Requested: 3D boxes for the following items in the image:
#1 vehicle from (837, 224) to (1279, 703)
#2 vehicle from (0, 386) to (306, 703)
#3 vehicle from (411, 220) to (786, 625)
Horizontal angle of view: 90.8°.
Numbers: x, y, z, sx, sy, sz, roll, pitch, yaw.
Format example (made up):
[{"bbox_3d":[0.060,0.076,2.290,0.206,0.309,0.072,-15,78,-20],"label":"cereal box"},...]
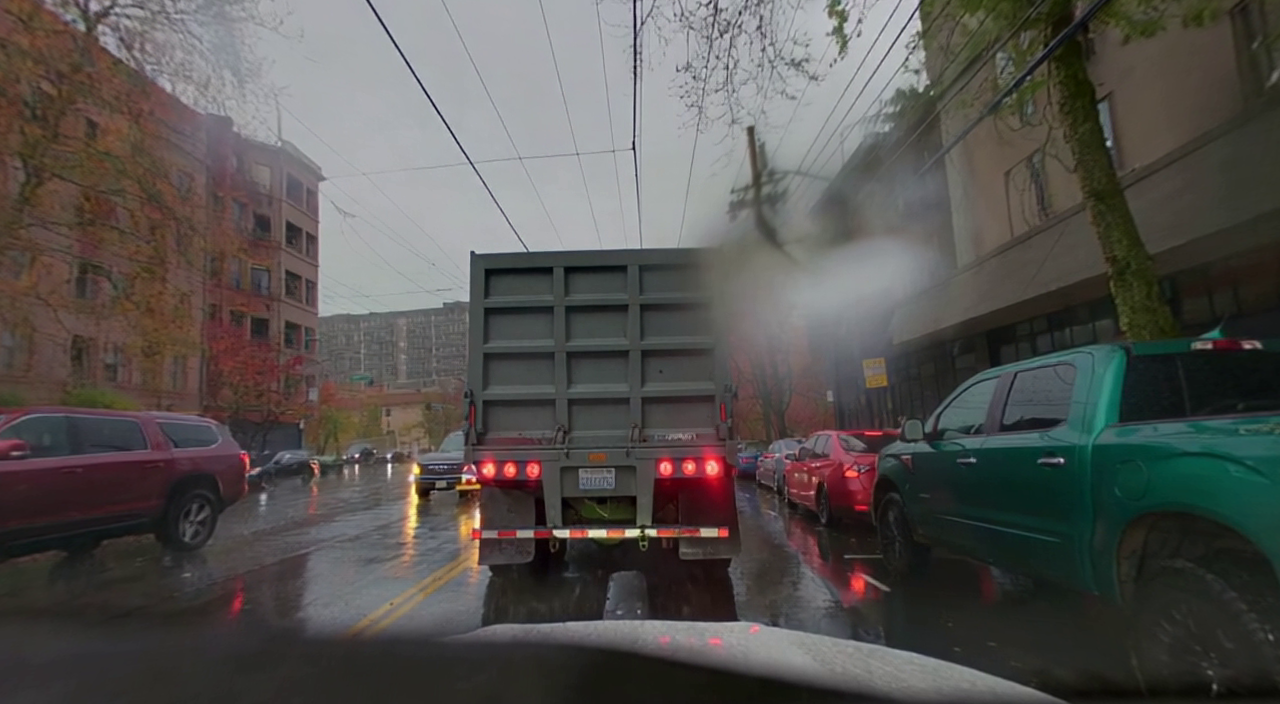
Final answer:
[{"bbox_3d":[3.236,0.845,3.864,2.242,1.979,5.722,0,-8,1],"label":"vehicle"},{"bbox_3d":[-4.115,1.078,3.559,1.988,1.657,4.492,0,-8,0],"label":"vehicle"},{"bbox_3d":[-0.224,1.101,9.146,2.878,3.204,8.244,0,-8,1],"label":"vehicle"}]
